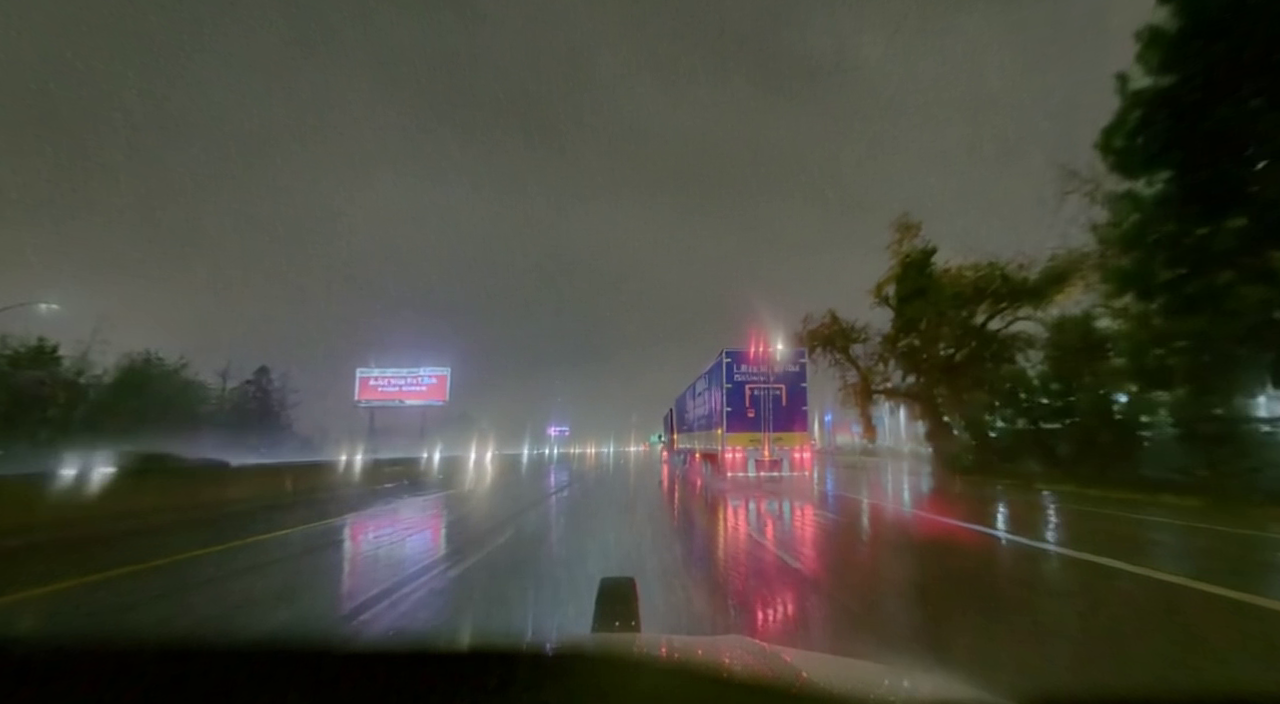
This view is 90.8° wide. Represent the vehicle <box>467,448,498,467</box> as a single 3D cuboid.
[{"bbox_3d":[-11.533,7.724,46.394,1.439,1.299,3.155,0,-9,-1],"label":"vehicle"}]

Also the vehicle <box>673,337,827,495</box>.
[{"bbox_3d":[3.494,3.044,26.104,2.891,4.387,17.121,0,-9,-1],"label":"vehicle"}]

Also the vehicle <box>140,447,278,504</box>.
[{"bbox_3d":[-10.984,3.133,16.367,1.402,1.298,3.116,0,-9,-2],"label":"vehicle"}]

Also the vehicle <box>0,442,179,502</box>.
[{"bbox_3d":[-14.453,3.114,16.778,1.760,1.414,3.542,0,-9,-1],"label":"vehicle"}]
